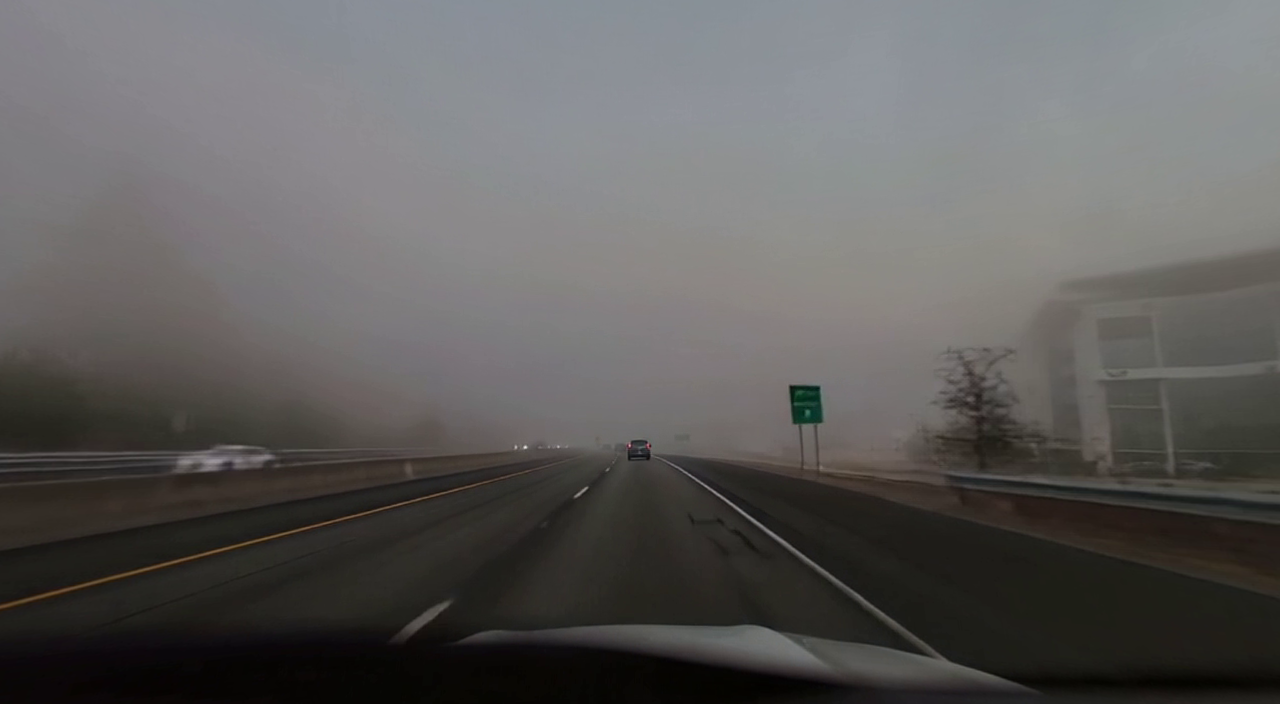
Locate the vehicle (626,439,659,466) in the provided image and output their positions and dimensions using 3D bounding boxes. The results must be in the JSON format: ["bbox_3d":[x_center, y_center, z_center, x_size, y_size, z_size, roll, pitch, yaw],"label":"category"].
[{"bbox_3d":[0.089,6.487,40.779,2.029,1.666,4.064,0,-8,-1],"label":"vehicle"}]

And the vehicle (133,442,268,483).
[{"bbox_3d":[-17.389,4.351,25.183,1.944,1.469,4.819,0,-8,0],"label":"vehicle"}]
